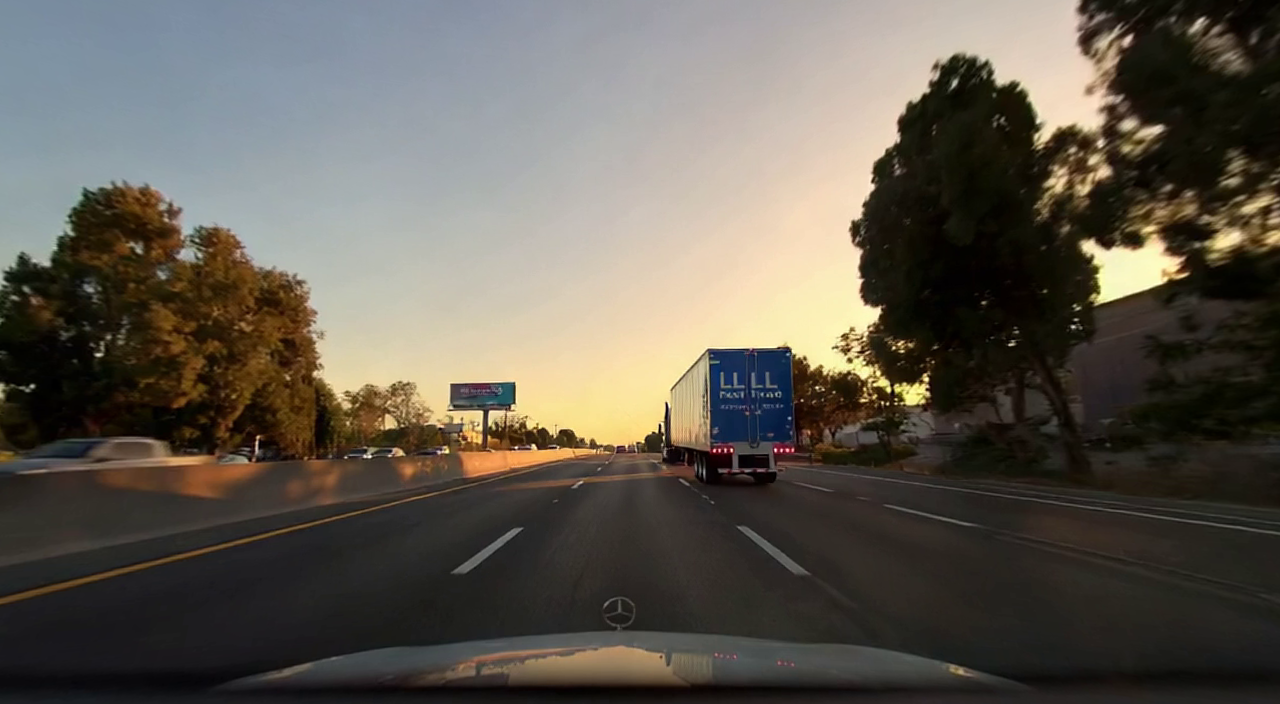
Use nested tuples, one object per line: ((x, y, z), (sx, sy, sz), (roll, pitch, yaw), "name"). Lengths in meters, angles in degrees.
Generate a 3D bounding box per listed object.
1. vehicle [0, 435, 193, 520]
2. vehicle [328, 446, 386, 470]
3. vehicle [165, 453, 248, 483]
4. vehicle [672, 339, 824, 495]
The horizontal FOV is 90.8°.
((-10.189, 2.248, 11.700), (1.525, 1.342, 3.168), (0, -9, -2), "vehicle")
((-18.692, 6.998, 41.941), (1.957, 1.484, 4.188), (0, -9, -2), "vehicle")
((-22.149, 5.917, 32.455), (1.761, 1.356, 3.623), (0, -9, -3), "vehicle")
((3.424, 3.063, 26.265), (2.891, 4.387, 17.121), (0, -9, -2), "vehicle")
